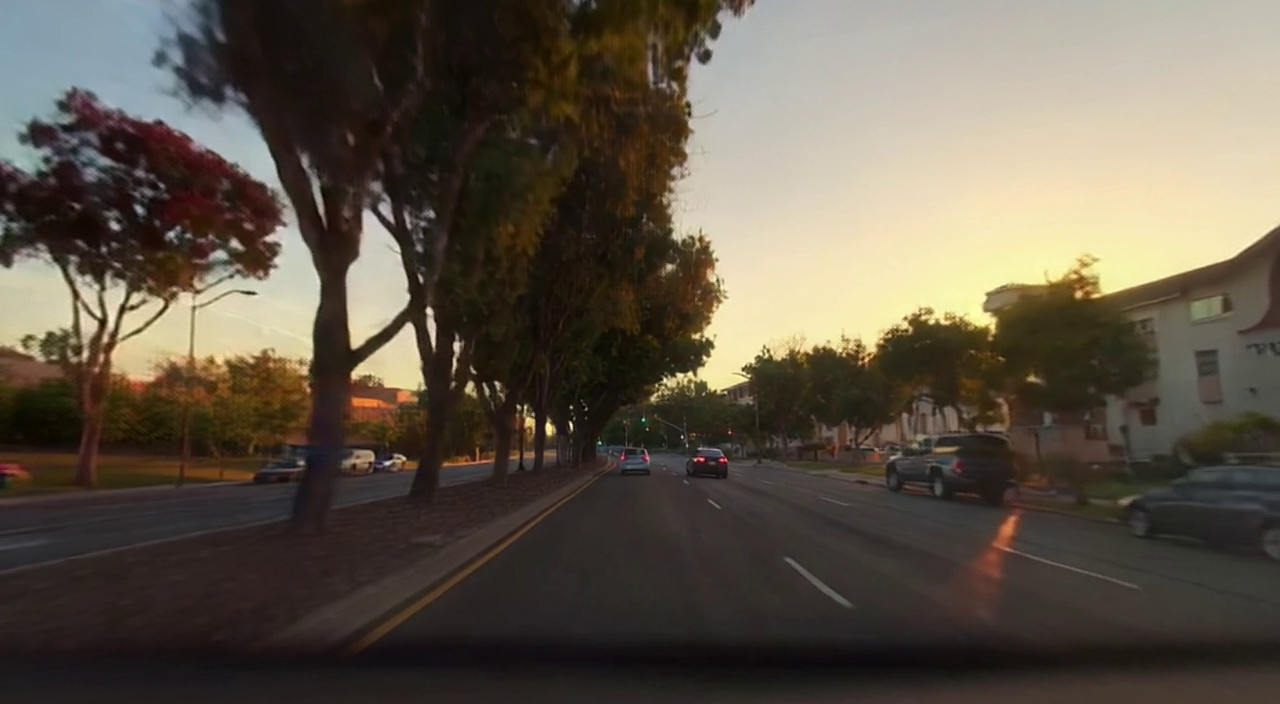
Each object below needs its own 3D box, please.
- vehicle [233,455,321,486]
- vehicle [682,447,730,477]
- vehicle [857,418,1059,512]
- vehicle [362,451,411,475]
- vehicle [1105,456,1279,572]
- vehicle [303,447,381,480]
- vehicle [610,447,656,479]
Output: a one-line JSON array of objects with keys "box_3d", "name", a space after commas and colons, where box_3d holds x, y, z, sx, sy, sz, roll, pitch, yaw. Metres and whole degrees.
[{"box_3d": [-19.253, 6.285, 33.801, 1.874, 1.483, 4.742, 0, -9, 0], "name": "vehicle"}, {"box_3d": [3.506, 5.901, 34.141, 1.993, 1.477, 4.240, 0, -9, -2], "name": "vehicle"}, {"box_3d": [10.354, 3.778, 21.791, 3.082, 2.655, 7.381, 0, -9, 0], "name": "vehicle"}, {"box_3d": [-19.228, 8.436, 48.154, 2.019, 1.687, 4.484, 0, -9, -2], "name": "vehicle"}, {"box_3d": [10.511, 2.585, 10.414, 2.129, 1.645, 4.625, 0, -9, 0], "name": "vehicle"}, {"box_3d": [-19.104, 7.148, 40.898, 2.241, 1.891, 5.637, 0, -9, 1], "name": "vehicle"}, {"box_3d": [-0.341, 5.324, 30.652, 2.101, 1.444, 4.248, 0, -9, -1], "name": "vehicle"}]
